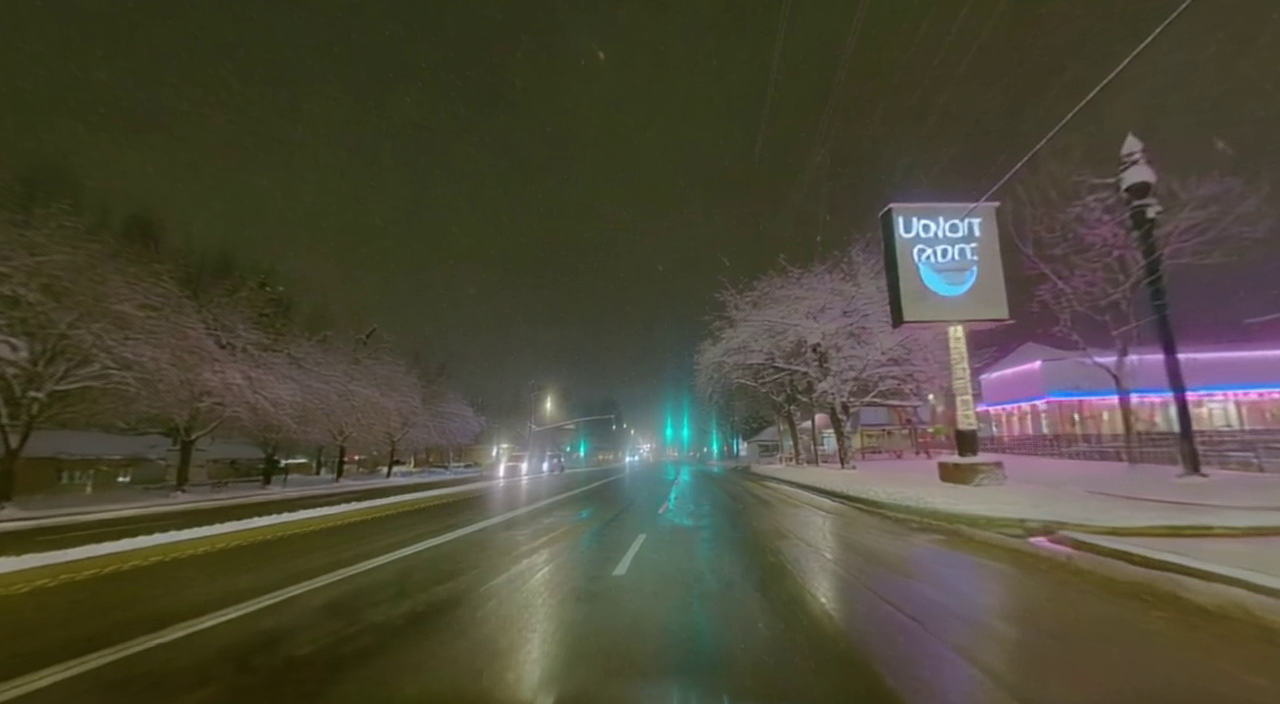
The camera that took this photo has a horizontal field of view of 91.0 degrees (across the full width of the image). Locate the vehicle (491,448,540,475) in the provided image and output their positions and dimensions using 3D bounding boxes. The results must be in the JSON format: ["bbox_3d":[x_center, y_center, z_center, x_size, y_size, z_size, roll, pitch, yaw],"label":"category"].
[{"bbox_3d":[-8.893,7.846,45.373,2.209,1.773,4.481,-1,-9,5],"label":"vehicle"}]
